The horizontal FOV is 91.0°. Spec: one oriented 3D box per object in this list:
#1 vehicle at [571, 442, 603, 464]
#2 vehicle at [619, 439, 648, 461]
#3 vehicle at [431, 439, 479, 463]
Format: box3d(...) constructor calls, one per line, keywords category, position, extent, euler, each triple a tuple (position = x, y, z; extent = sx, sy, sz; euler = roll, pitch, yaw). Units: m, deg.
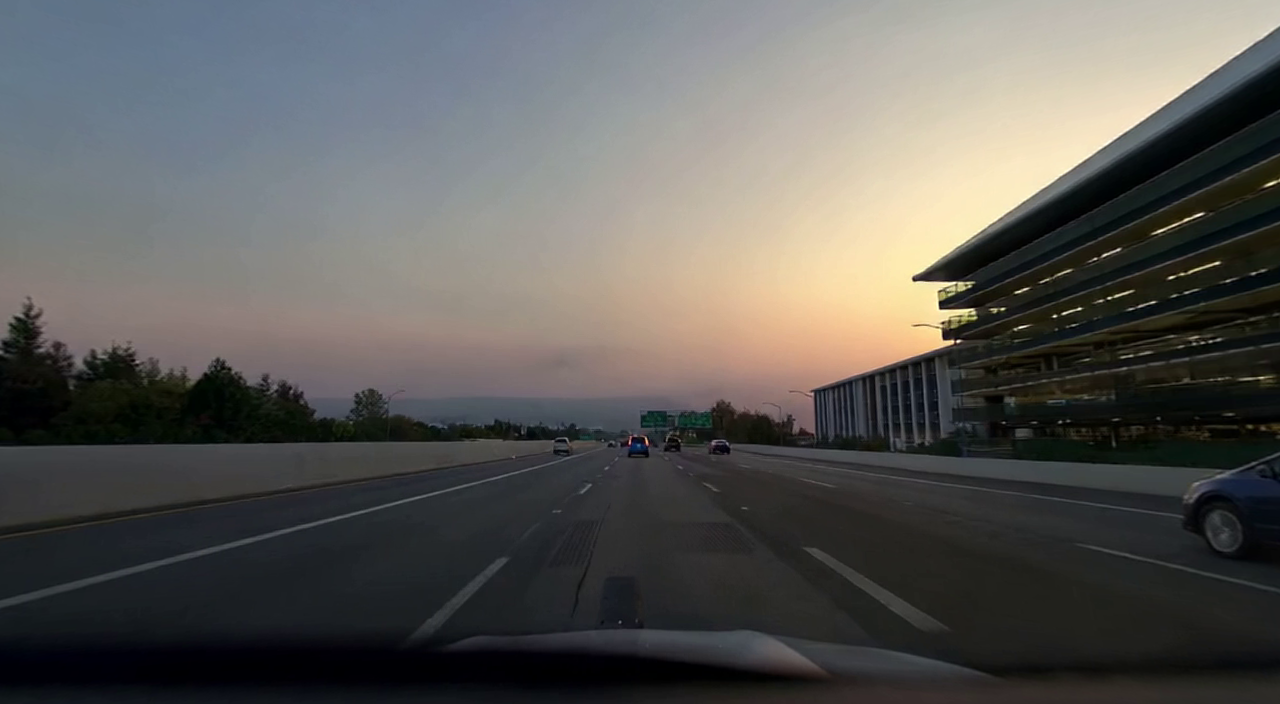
box3d(category="vehicle", position=(-3.552, 6.781, 42.423), extent=(1.825, 1.347, 3.773), euler=(0, -8, 0))
box3d(category="vehicle", position=(-0.432, 7.117, 45.877), extent=(2.036, 1.542, 3.891), euler=(0, -8, 0))
box3d(category="vehicle", position=(-12.597, 6.754, 43.093), extent=(1.901, 1.488, 4.435), euler=(0, -8, 1))
